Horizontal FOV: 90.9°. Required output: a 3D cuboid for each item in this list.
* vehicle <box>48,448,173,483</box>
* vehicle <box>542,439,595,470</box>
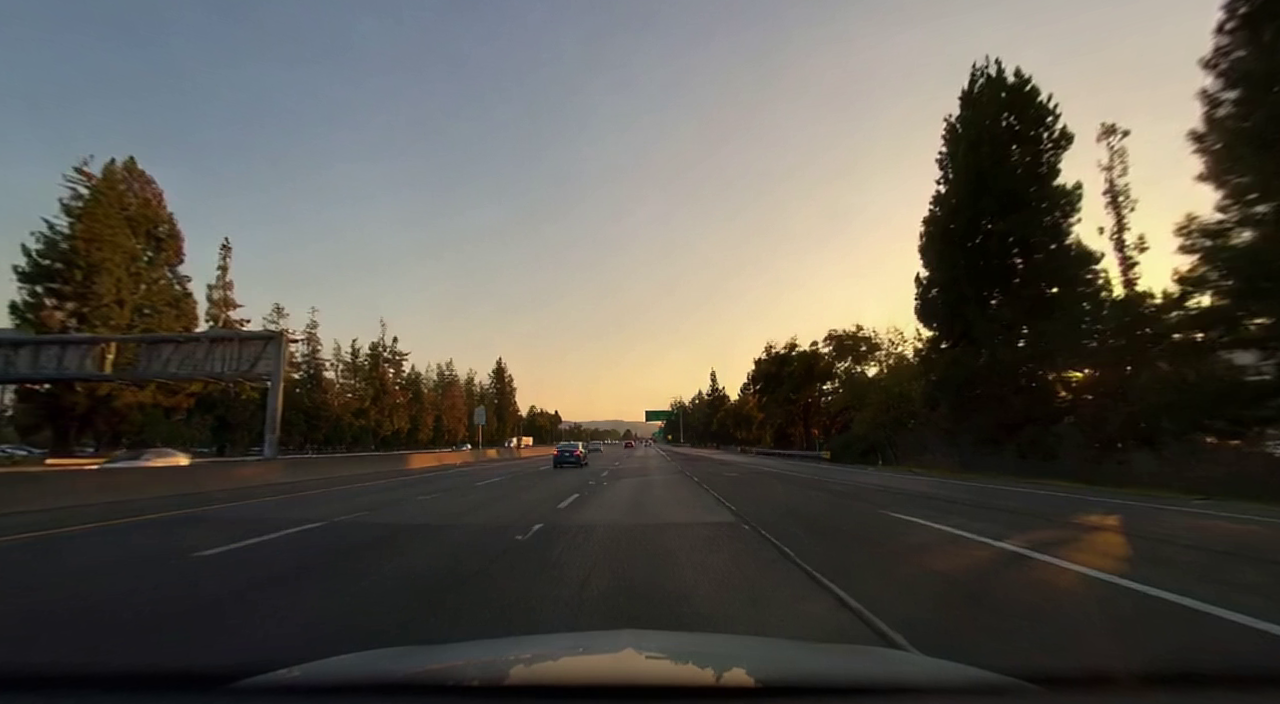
[{"bbox_3d":[-24.424,5.218,29.352,1.908,1.439,4.448,0,-8,1],"label":"vehicle"},{"bbox_3d":[-3.540,5.176,31.974,2.128,1.450,4.078,0,-8,1],"label":"vehicle"}]
